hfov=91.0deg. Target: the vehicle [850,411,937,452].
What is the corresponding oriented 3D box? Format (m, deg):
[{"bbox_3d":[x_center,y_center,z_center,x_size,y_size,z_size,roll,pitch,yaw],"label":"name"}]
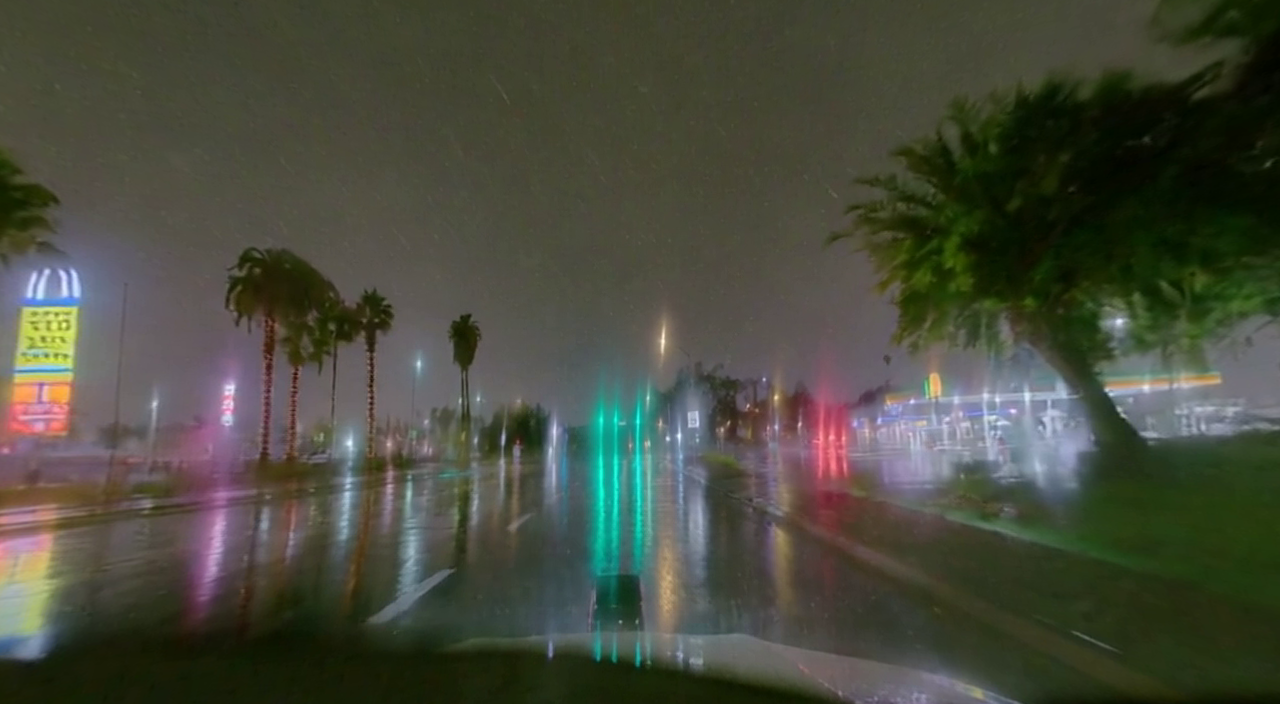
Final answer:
[{"bbox_3d":[16.026,5.075,39.661,5.529,2.395,2.399,6,-10,-35],"label":"vehicle"}]
